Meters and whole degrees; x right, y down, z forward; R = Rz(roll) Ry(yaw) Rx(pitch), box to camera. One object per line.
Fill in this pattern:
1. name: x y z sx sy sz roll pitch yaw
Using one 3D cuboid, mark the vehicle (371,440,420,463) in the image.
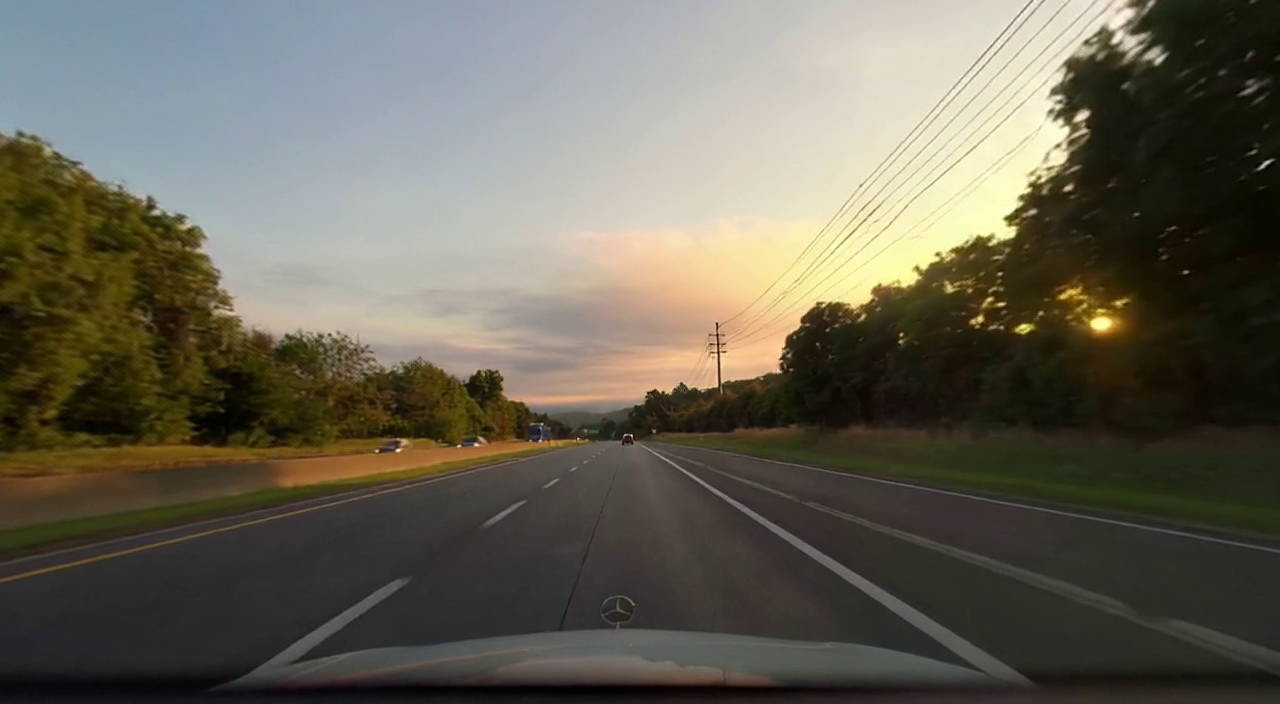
1. vehicle: -17.517 7.133 45.318 1.700 1.517 4.679 0 -8 -1
